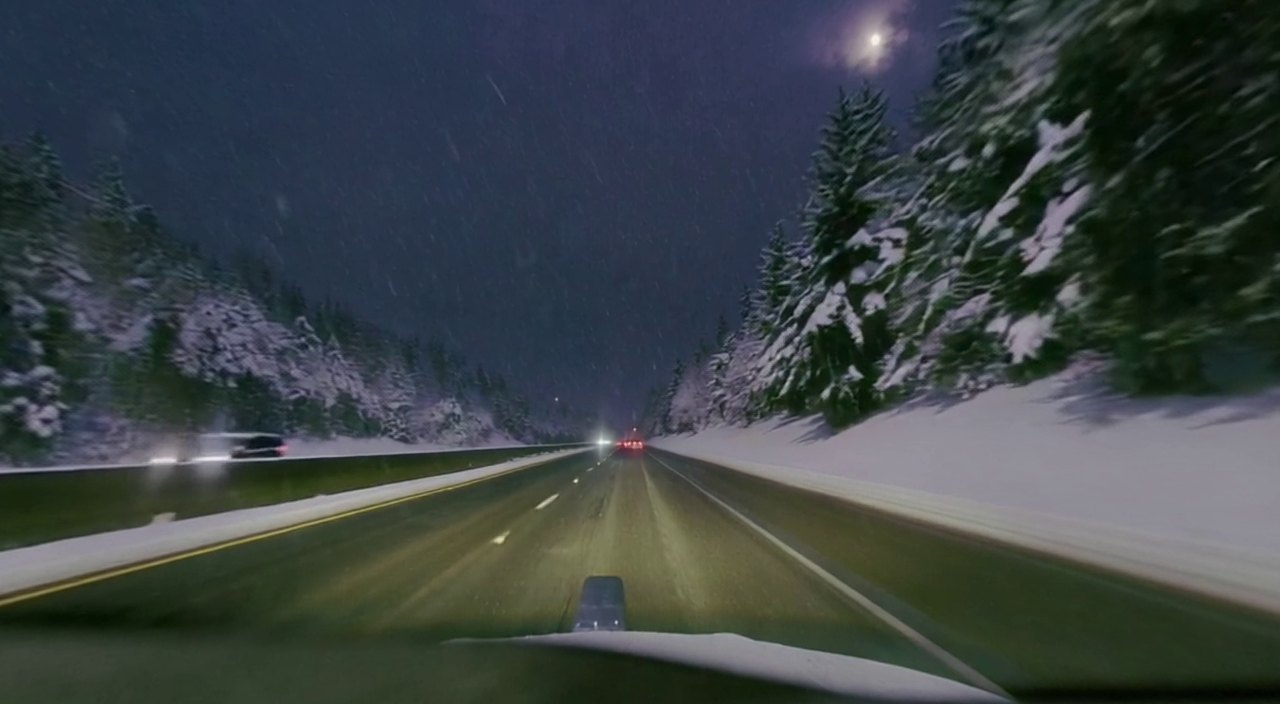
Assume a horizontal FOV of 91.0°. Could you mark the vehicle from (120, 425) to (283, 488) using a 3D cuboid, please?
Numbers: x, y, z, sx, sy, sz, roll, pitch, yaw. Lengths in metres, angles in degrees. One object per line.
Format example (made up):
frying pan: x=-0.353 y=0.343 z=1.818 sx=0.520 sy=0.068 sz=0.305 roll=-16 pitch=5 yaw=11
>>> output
vehicle: x=-13.896 y=3.321 z=20.385 sx=1.991 sy=1.780 sz=4.619 roll=0 pitch=-8 yaw=-2
